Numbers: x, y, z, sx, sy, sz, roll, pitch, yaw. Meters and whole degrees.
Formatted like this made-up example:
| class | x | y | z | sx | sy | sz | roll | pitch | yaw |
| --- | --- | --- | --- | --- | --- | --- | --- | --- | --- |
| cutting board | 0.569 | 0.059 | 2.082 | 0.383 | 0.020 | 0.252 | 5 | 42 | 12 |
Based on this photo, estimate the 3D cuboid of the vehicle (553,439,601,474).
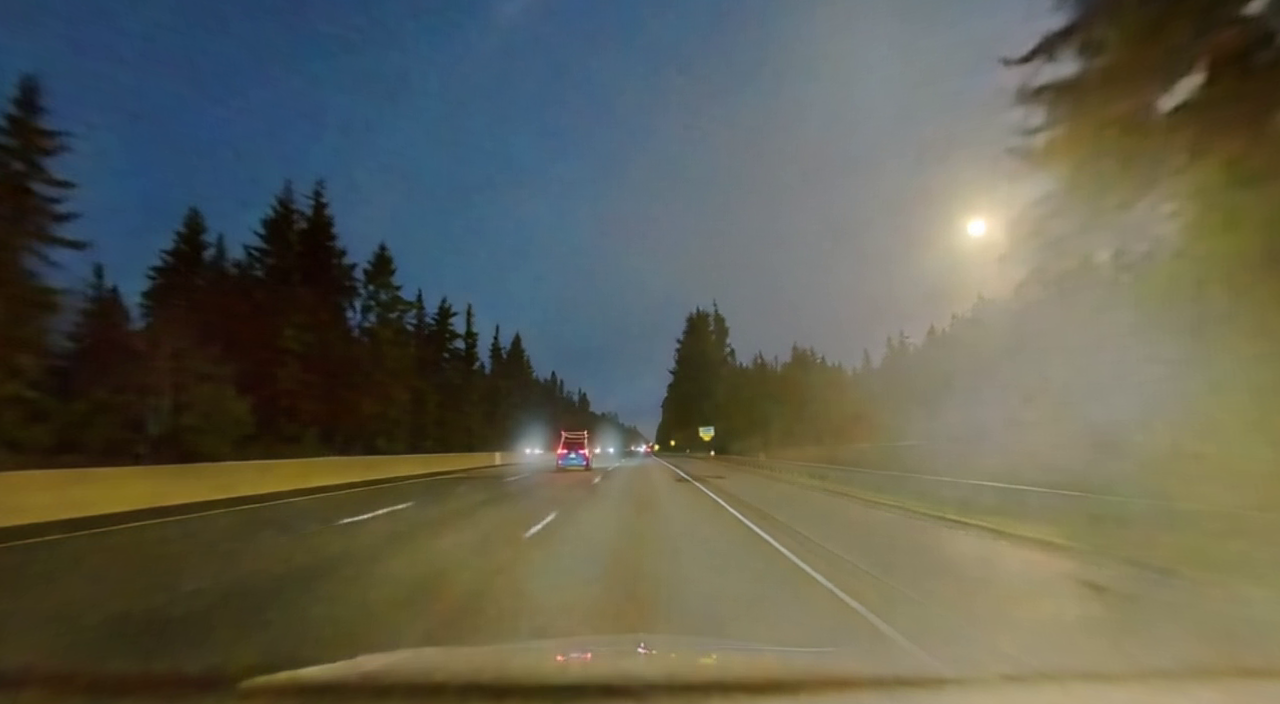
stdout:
| class | x | y | z | sx | sy | sz | roll | pitch | yaw |
| --- | --- | --- | --- | --- | --- | --- | --- | --- | --- |
| vehicle | -3.376 | 5.677 | 34.474 | 2.084 | 1.752 | 4.479 | 0 | -8 | 1 |
